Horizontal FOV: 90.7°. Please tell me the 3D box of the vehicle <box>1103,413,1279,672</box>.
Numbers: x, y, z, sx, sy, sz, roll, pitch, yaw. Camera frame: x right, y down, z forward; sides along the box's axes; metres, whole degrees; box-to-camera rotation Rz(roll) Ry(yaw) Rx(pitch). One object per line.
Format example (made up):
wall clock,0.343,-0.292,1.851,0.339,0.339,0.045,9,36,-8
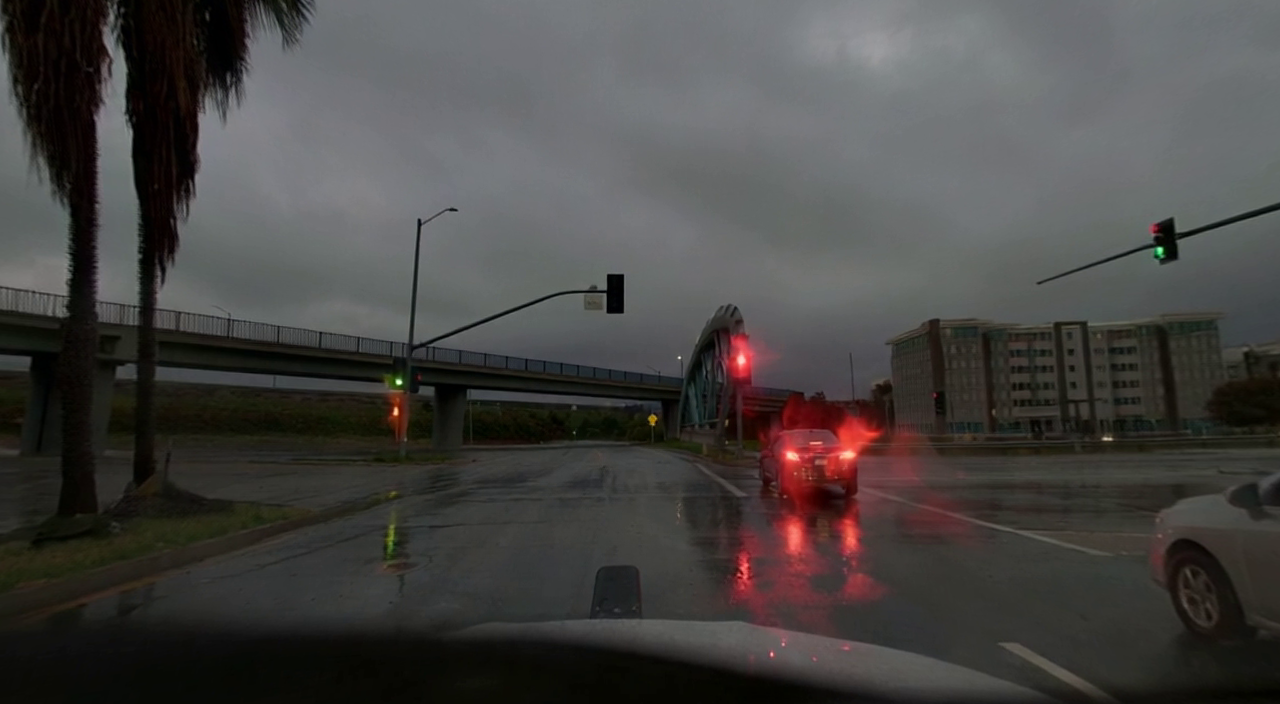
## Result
vehicle,4.557,0.994,2.919,1.959,1.485,4.628,-2,-9,10
